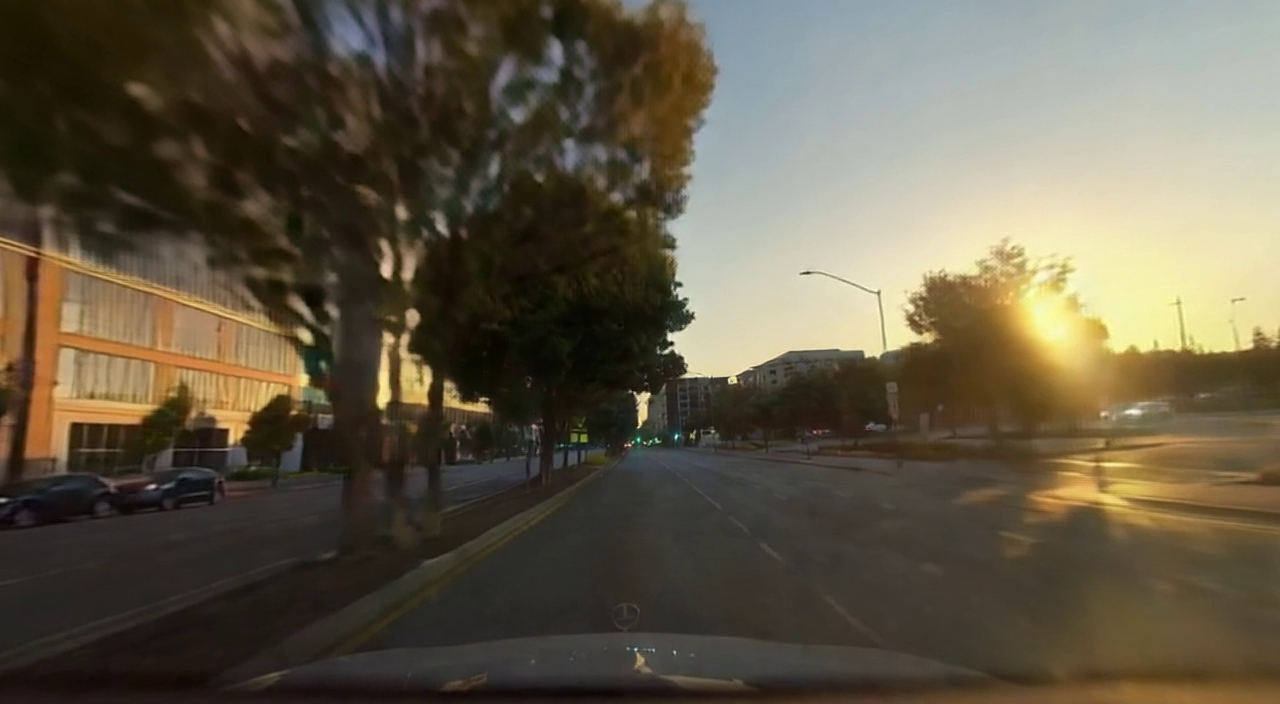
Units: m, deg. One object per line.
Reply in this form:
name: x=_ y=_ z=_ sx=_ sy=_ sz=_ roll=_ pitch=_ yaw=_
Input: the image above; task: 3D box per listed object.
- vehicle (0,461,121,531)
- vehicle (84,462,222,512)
vehicle: x=-19.162 y=4.381 z=19.604 sx=2.255 sy=1.848 sz=4.617 roll=0 pitch=-8 yaw=-3
vehicle: x=-19.314 y=5.342 z=25.404 sx=1.965 sy=1.665 sz=4.577 roll=-2 pitch=-9 yaw=-1
